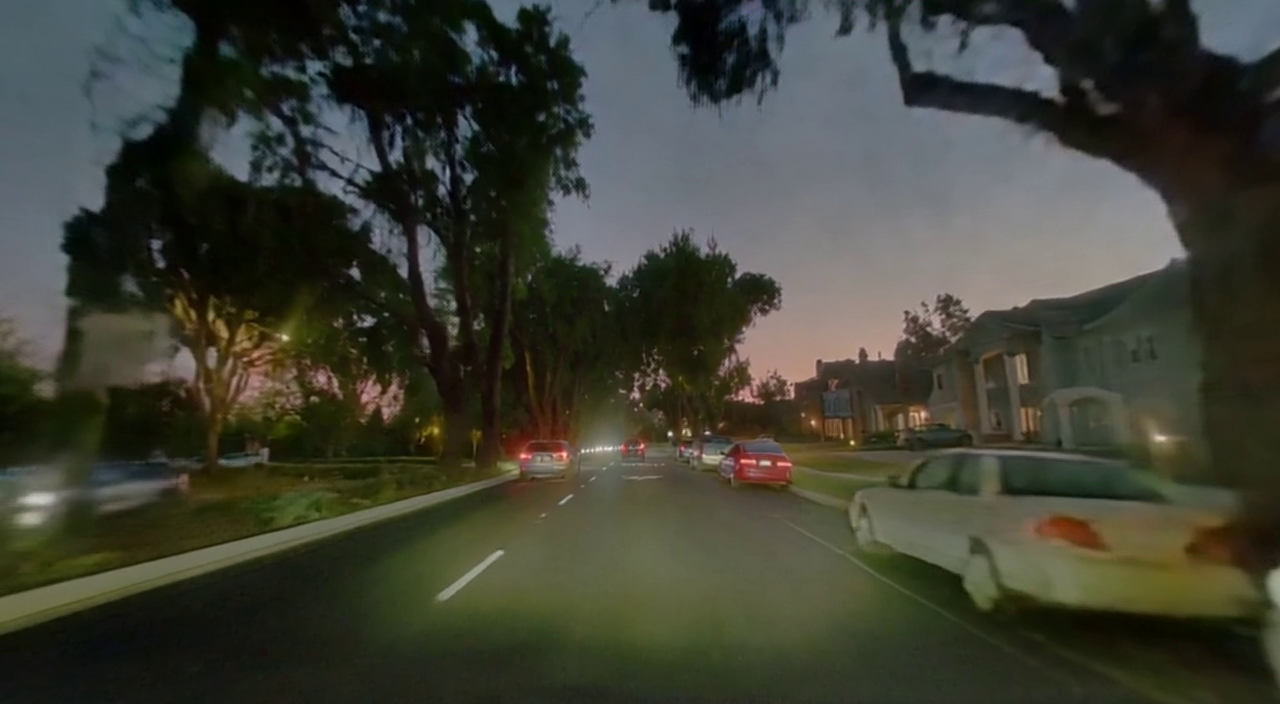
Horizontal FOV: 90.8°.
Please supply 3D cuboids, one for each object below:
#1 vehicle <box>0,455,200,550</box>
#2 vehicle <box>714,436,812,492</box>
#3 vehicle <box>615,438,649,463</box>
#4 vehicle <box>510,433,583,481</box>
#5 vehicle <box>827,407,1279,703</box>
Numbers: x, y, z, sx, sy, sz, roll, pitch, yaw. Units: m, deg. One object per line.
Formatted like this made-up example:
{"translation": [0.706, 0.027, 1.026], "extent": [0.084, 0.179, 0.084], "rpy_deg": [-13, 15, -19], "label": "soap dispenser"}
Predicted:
{"translation": [-11.530, 2.911, 12.887], "extent": [2.167, 1.497, 4.256], "rpy_deg": [0, -8, -2], "label": "vehicle"}
{"translation": [3.657, 3.426, 19.791], "extent": [2.019, 1.495, 4.755], "rpy_deg": [0, -8, -1], "label": "vehicle"}
{"translation": [-0.516, 6.568, 42.380], "extent": [2.142, 1.548, 4.273], "rpy_deg": [0, -8, 0], "label": "vehicle"}
{"translation": [-3.552, 4.085, 24.959], "extent": [2.129, 1.668, 4.722], "rpy_deg": [0, -8, 1], "label": "vehicle"}
{"translation": [3.286, 1.359, 5.420], "extent": [2.006, 1.518, 4.534], "rpy_deg": [-1, -8, 1], "label": "vehicle"}
